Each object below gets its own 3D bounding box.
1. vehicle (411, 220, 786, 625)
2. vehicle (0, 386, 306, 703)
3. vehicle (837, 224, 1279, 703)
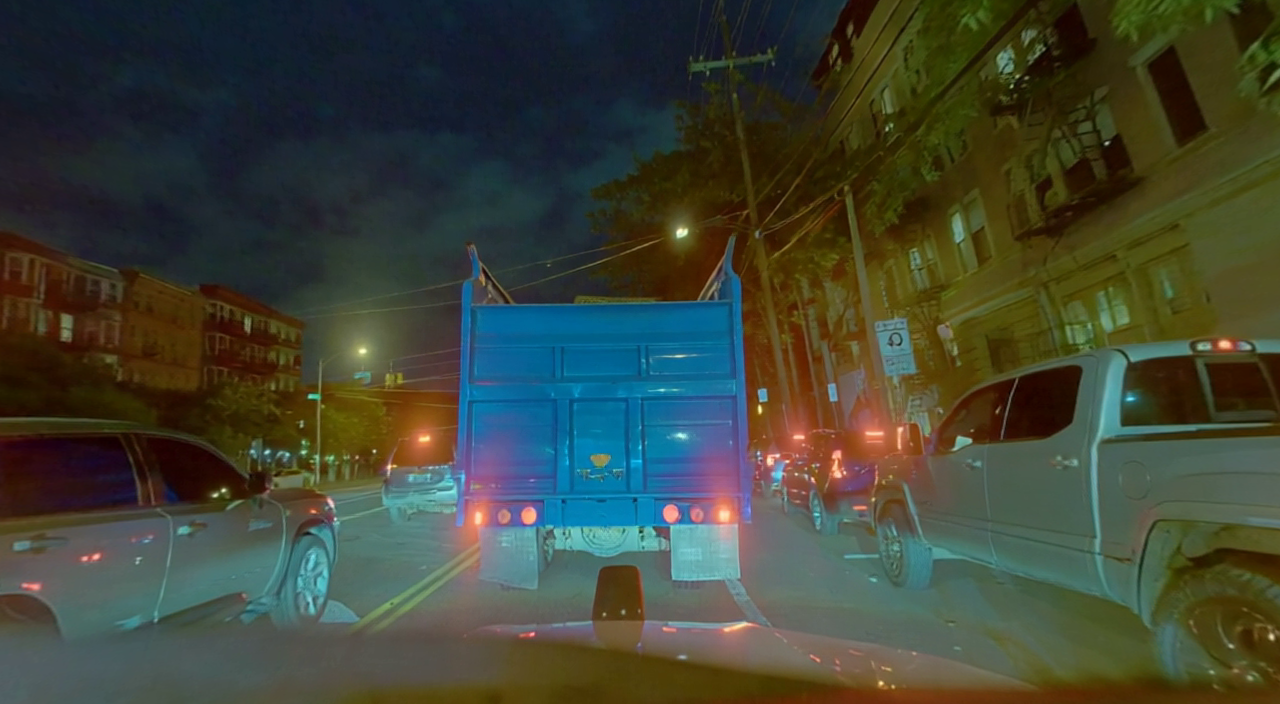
[{"bbox_3d":[-0.224,1.101,9.146,2.878,3.204,8.244,0,-8,1],"label":"vehicle"},{"bbox_3d":[-4.115,1.078,3.559,1.988,1.657,4.492,0,-8,0],"label":"vehicle"},{"bbox_3d":[3.236,0.845,3.864,2.242,1.979,5.722,0,-8,1],"label":"vehicle"}]
